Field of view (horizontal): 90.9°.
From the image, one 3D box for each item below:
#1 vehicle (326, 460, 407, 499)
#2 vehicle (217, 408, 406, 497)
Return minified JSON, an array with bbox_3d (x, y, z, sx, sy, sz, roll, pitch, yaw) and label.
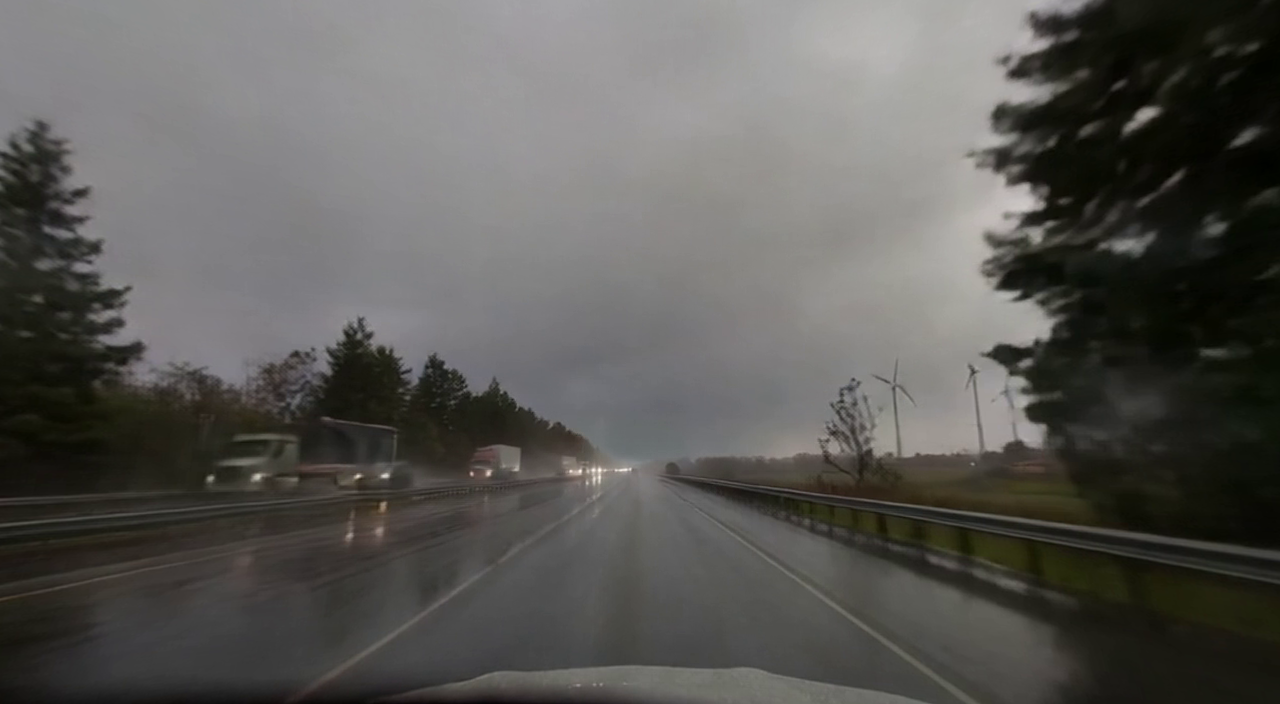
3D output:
[{"bbox_3d":[-12.628,5.911,29.378,1.954,1.664,3.938,1,-11,-1],"label":"vehicle"},{"bbox_3d":[-16.887,5.672,34.476,2.814,3.790,14.222,1,-11,-1],"label":"vehicle"}]
